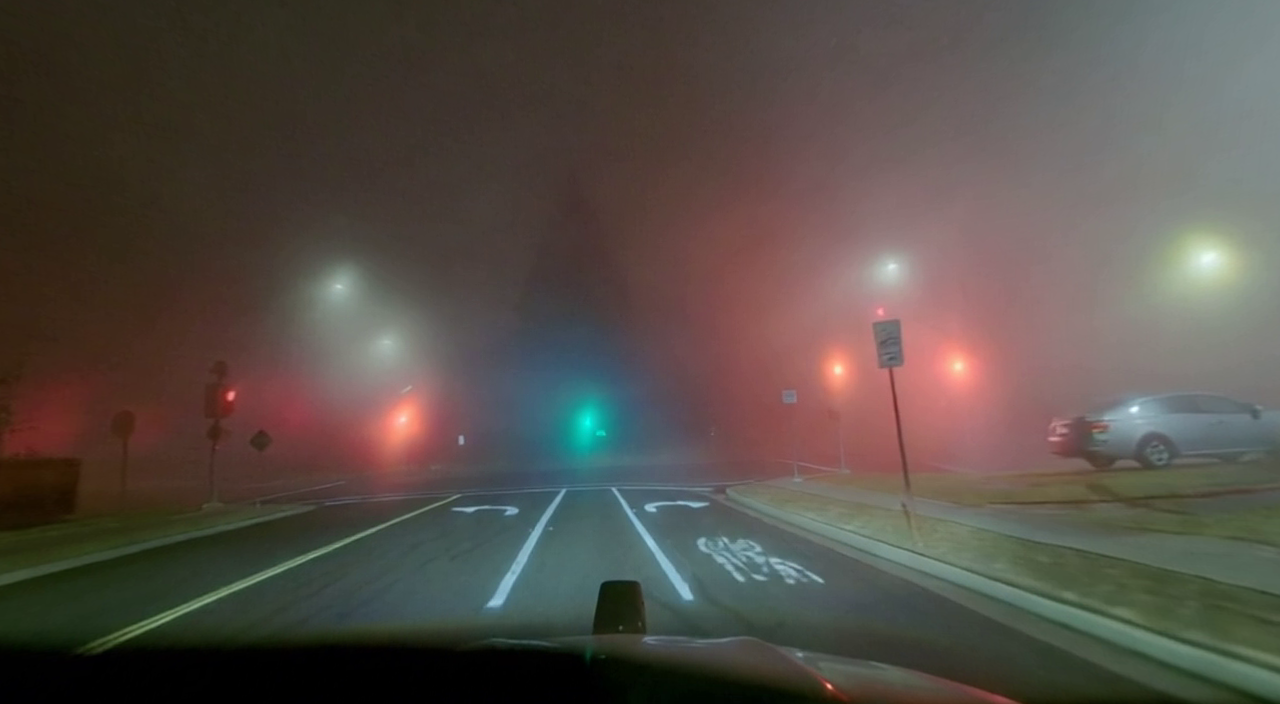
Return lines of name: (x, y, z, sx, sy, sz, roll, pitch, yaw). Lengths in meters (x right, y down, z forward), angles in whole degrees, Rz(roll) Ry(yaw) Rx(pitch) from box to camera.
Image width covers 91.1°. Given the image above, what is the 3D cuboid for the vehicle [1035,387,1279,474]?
vehicle: (12.410, 1.912, 14.930, 4.562, 1.850, 2.130, 1, -9, -3)
